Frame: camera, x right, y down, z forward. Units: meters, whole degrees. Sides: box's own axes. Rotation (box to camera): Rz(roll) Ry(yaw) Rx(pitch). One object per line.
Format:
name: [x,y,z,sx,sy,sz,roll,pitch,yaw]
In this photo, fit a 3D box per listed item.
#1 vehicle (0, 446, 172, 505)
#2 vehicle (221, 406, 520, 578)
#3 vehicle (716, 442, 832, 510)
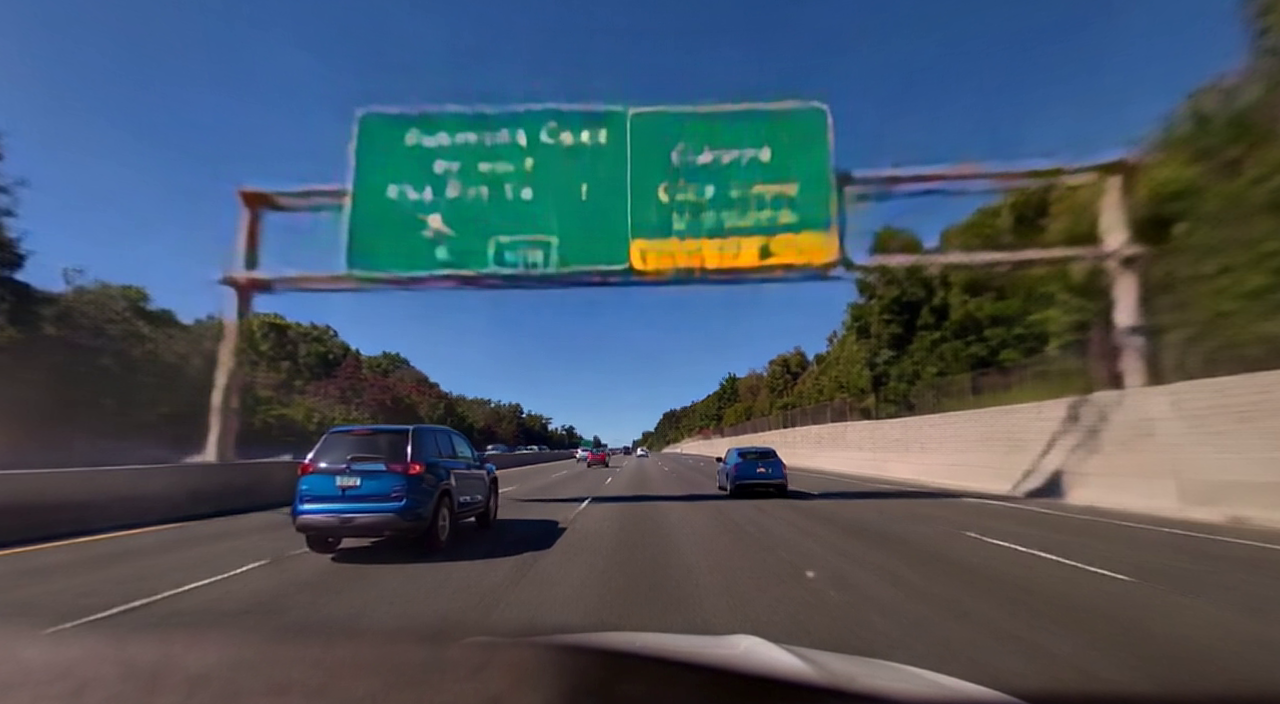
vehicle: [-18.134,3.951,20.650,2.015,1.696,4.544,0,-9,0]
vehicle: [-3.204,1.779,8.784,2.137,1.756,4.453,0,-9,1]
vehicle: [3.228,3.071,16.071,1.979,1.486,4.125,0,-9,-1]
